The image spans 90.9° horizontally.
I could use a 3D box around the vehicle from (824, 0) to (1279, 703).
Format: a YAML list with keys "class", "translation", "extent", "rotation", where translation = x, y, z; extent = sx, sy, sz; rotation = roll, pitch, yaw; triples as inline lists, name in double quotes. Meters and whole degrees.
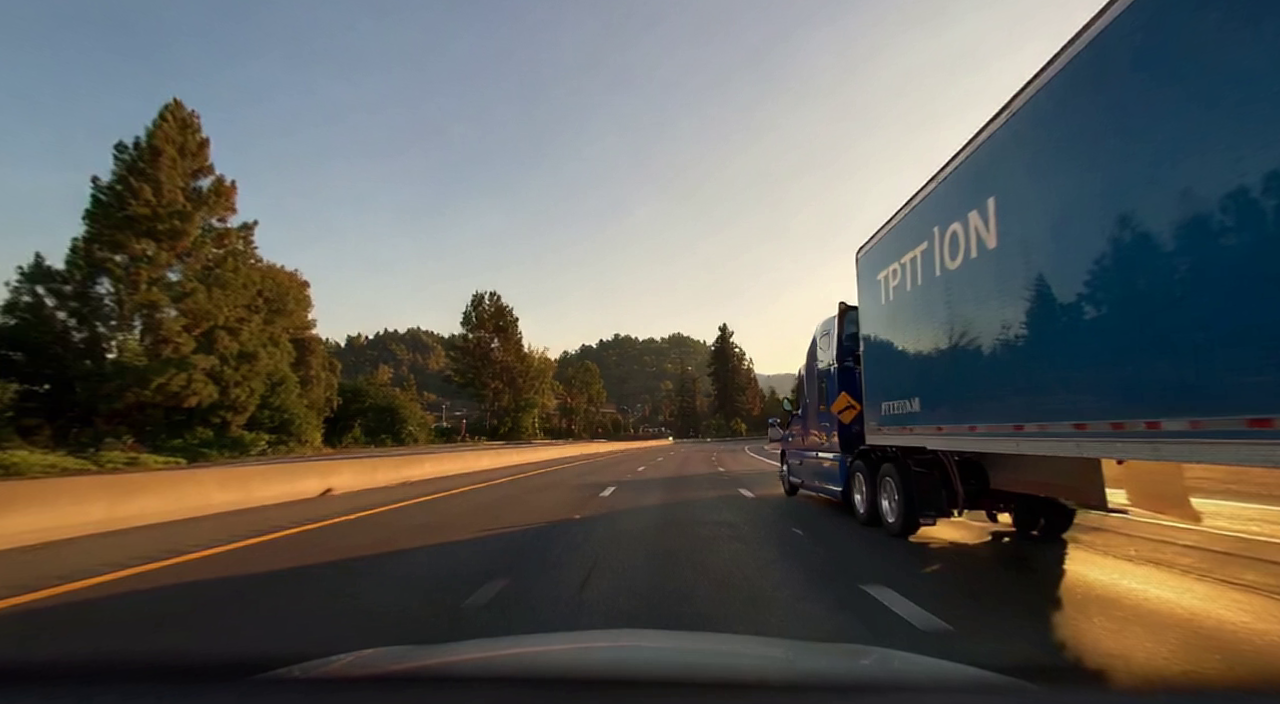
- class: "vehicle"
  translation: [4.526, -0.051, 4.360]
  extent: [2.792, 4.056, 13.259]
  rotation: [0, -8, 1]
